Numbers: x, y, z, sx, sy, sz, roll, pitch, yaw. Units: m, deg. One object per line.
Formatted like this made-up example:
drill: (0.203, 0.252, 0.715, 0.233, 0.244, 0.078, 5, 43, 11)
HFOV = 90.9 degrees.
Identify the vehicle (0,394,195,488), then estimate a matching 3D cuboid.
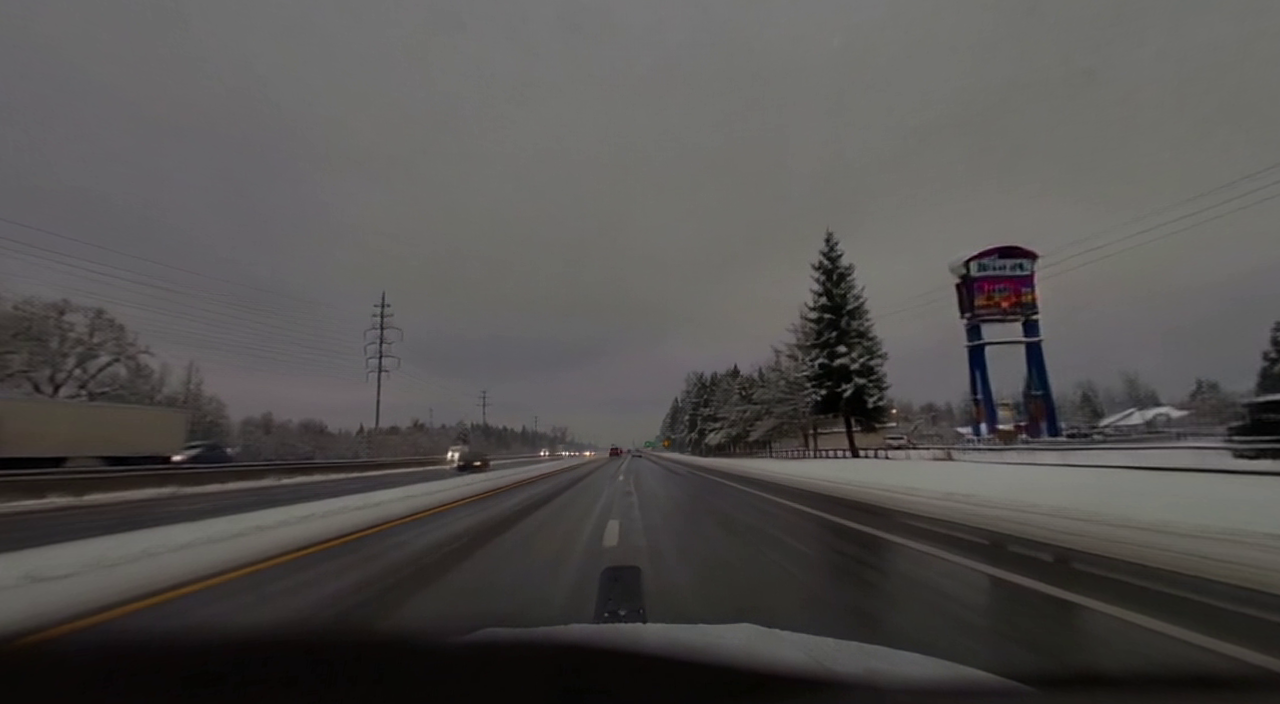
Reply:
vehicle: (-29.370, 4.560, 31.979, 2.875, 4.046, 15.435, -2, -8, -2)
